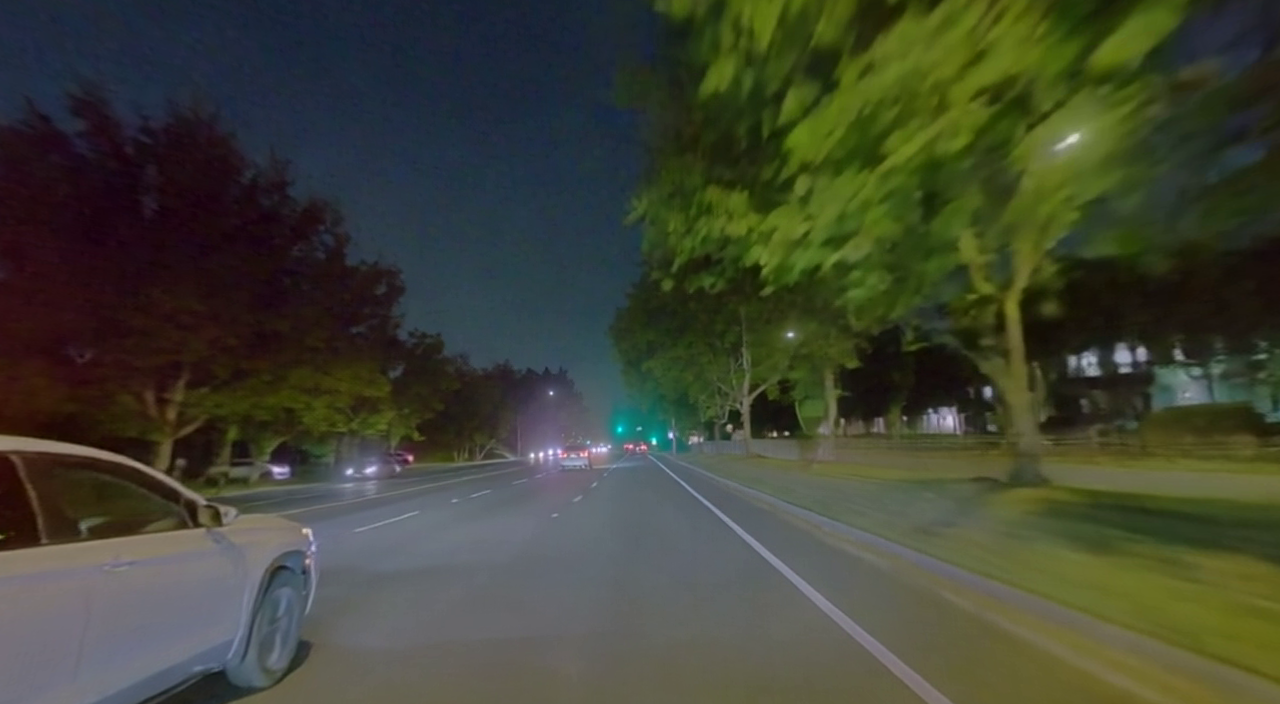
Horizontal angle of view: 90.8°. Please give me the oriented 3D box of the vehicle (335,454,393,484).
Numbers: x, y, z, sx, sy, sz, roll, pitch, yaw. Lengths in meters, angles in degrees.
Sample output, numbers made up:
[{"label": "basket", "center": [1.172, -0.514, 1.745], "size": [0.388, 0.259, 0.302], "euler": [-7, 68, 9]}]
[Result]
[{"label": "vehicle", "center": [-17.733, 7.494, 40.790], "size": [1.900, 1.474, 4.431], "euler": [-5, -7, -2]}]

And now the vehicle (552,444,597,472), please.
[{"label": "vehicle", "center": [-3.487, 5.745, 34.480], "size": [1.992, 1.447, 4.044], "euler": [0, -8, 0]}]

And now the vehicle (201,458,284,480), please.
[{"label": "vehicle", "center": [-28.954, 8.494, 46.122], "size": [4.612, 1.454, 2.016], "euler": [1, -8, -8]}]
